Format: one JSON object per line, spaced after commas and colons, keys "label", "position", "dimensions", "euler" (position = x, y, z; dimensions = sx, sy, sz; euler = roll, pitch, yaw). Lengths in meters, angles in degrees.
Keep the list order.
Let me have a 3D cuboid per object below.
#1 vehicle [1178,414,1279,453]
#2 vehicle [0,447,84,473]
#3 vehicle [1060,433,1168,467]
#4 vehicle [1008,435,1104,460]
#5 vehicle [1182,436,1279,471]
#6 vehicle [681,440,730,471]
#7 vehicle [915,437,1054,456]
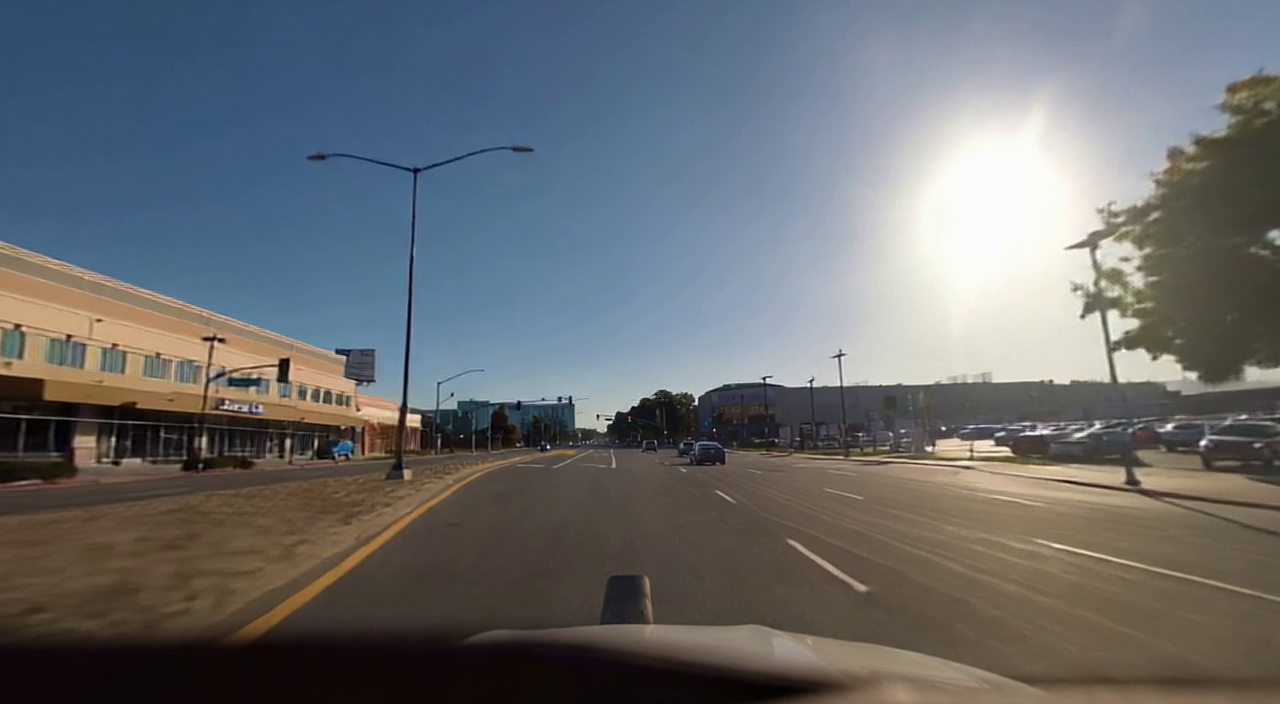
{"label": "vehicle", "position": [38.132, 5.076, 38.875], "dimensions": [2.372, 2.254, 6.893], "euler": [5, -10, -30]}
{"label": "vehicle", "position": [-35.826, 6.385, 37.552], "dimensions": [1.684, 1.432, 4.140], "euler": [0, -8, -2]}
{"label": "vehicle", "position": [25.897, 5.330, 34.483], "dimensions": [4.544, 1.474, 1.772], "euler": [-3, -7, -5]}
{"label": "vehicle", "position": [26.113, 5.990, 39.674], "dimensions": [4.726, 1.515, 1.914], "euler": [0, -9, -3]}
{"label": "vehicle", "position": [26.185, 4.282, 26.690], "dimensions": [4.691, 1.436, 1.988], "euler": [1, -9, -4]}
{"label": "vehicle", "position": [3.422, 5.540, 33.826], "dimensions": [2.038, 1.528, 4.259], "euler": [0, -8, -2]}
{"label": "vehicle", "position": [25.550, 7.135, 47.752], "dimensions": [2.870, 1.165, 10.713], "euler": [-1, -8, -12]}
